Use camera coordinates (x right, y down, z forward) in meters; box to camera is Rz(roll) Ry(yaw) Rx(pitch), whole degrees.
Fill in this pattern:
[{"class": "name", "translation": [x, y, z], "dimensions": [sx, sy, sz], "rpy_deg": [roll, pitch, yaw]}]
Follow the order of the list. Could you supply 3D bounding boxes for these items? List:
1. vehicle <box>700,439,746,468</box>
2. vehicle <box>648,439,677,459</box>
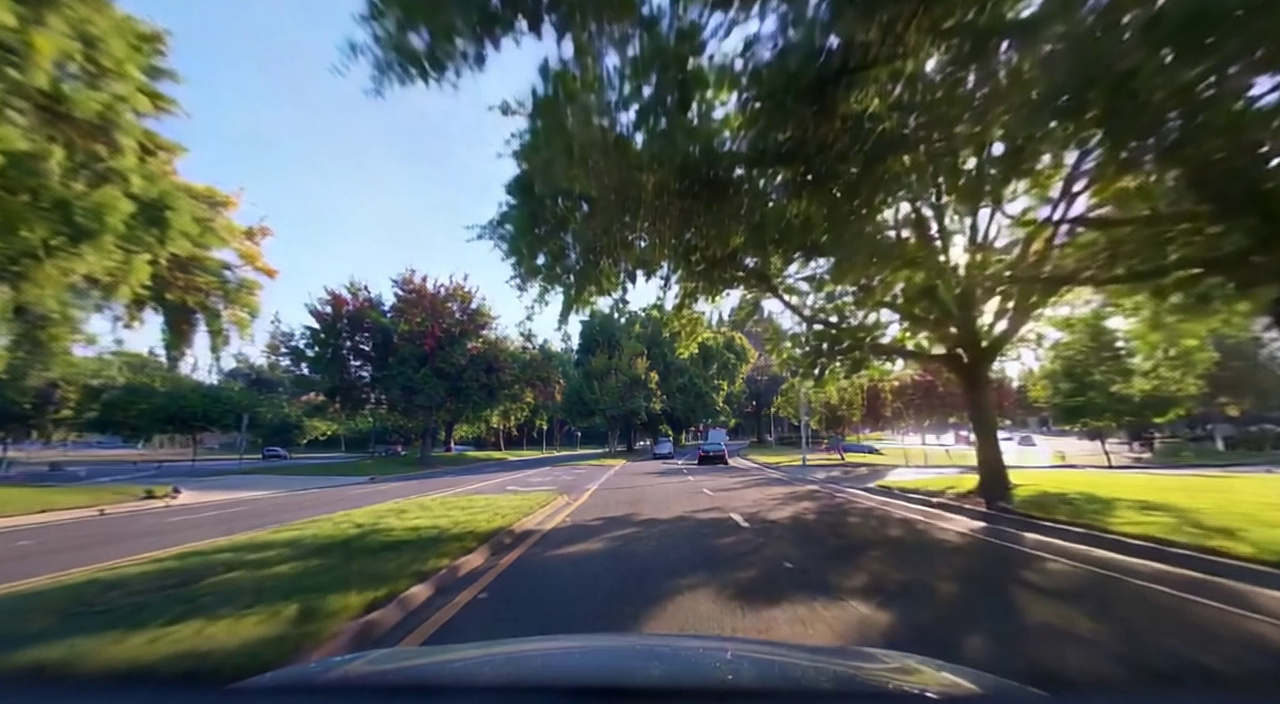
[{"class": "vehicle", "translation": [4.524, 5.608, 35.009], "dimensions": [1.989, 1.497, 4.436], "rpy_deg": [0, -8, 1]}, {"class": "vehicle", "translation": [1.815, 7.556, 49.068], "dimensions": [2.066, 1.482, 4.273], "rpy_deg": [-1, -8, 4]}]
